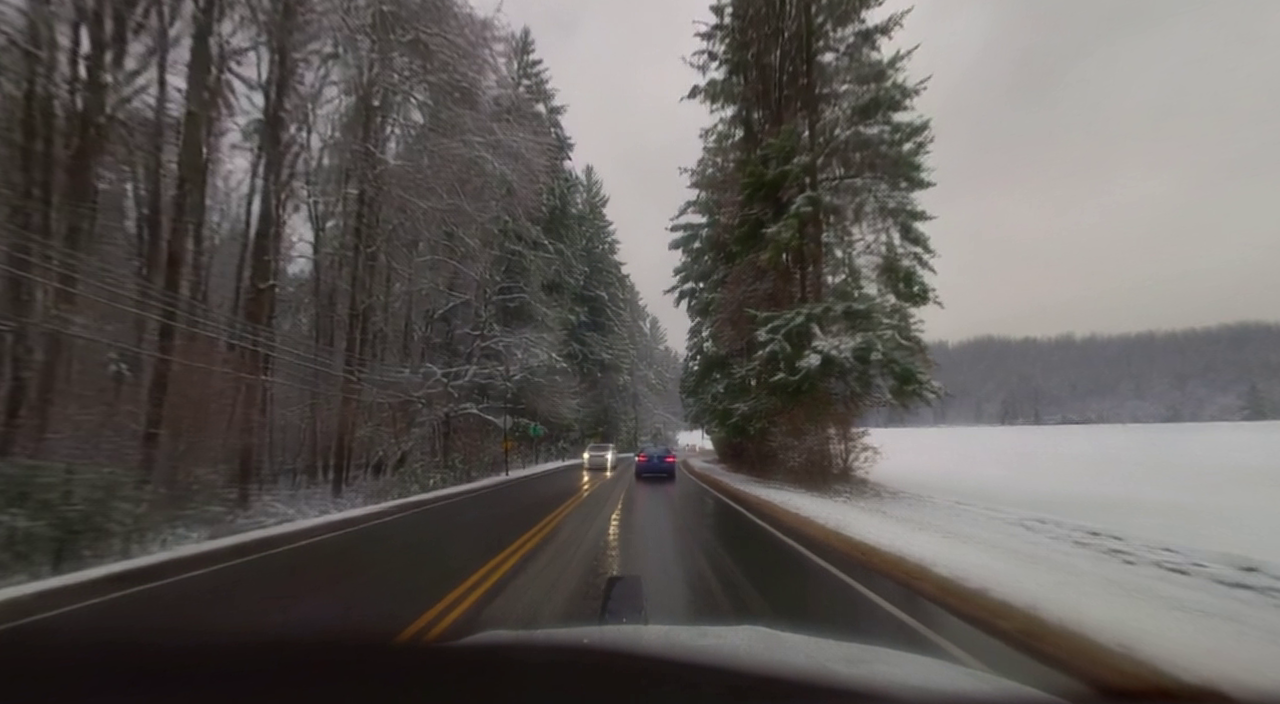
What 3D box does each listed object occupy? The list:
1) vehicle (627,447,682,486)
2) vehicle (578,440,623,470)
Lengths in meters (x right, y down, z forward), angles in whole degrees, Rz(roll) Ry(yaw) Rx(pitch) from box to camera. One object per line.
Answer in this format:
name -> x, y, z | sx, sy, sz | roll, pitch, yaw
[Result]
vehicle -> 0.659, 5.085, 28.423 | 2.274, 1.583, 4.349 | 0, -8, 1
vehicle -> -2.675, 7.112, 43.715 | 2.477, 1.958, 4.753 | -1, -8, 4
